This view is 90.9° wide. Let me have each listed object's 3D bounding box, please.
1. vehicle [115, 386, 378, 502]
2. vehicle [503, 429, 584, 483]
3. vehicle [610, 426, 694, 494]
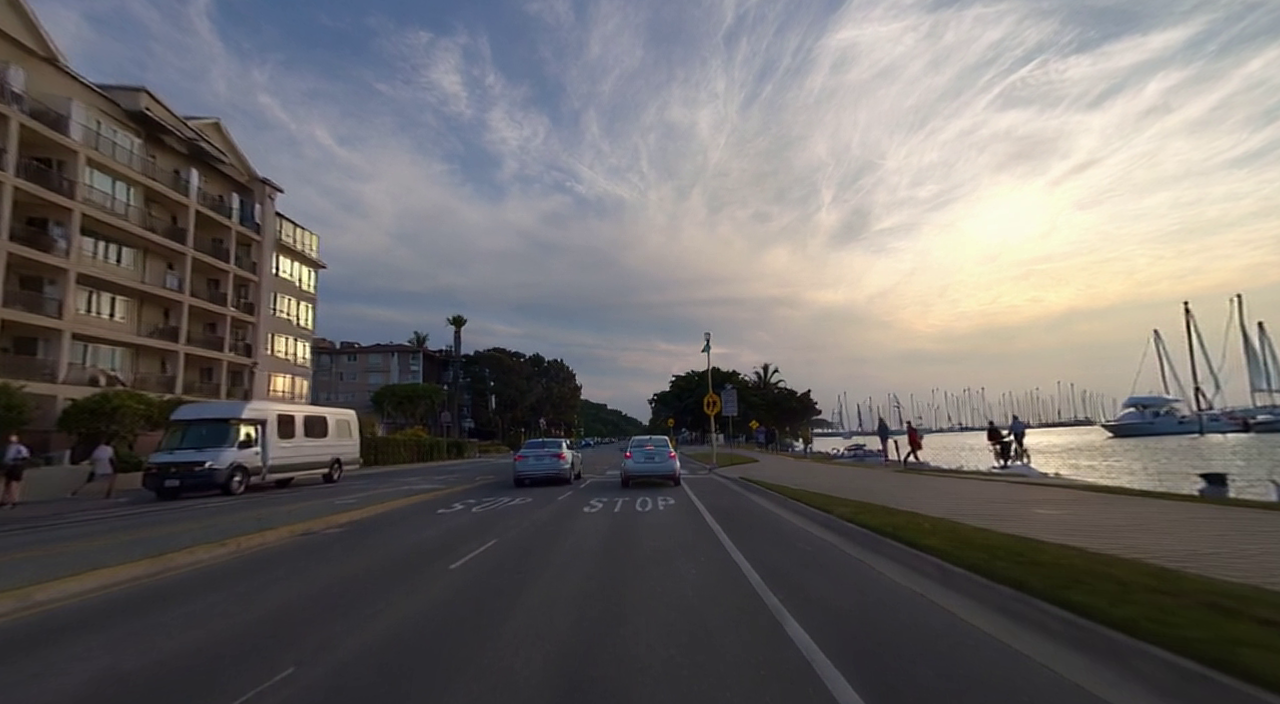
[{"bbox_3d":[-13.181,3.304,22.678,2.924,3.288,9.352,-1,-8,4],"label":"vehicle"},{"bbox_3d":[-3.236,3.612,22.064,2.056,1.680,4.205,-1,-8,1],"label":"vehicle"},{"bbox_3d":[0.296,2.919,17.296,2.057,1.624,3.726,0,-8,0],"label":"vehicle"}]
